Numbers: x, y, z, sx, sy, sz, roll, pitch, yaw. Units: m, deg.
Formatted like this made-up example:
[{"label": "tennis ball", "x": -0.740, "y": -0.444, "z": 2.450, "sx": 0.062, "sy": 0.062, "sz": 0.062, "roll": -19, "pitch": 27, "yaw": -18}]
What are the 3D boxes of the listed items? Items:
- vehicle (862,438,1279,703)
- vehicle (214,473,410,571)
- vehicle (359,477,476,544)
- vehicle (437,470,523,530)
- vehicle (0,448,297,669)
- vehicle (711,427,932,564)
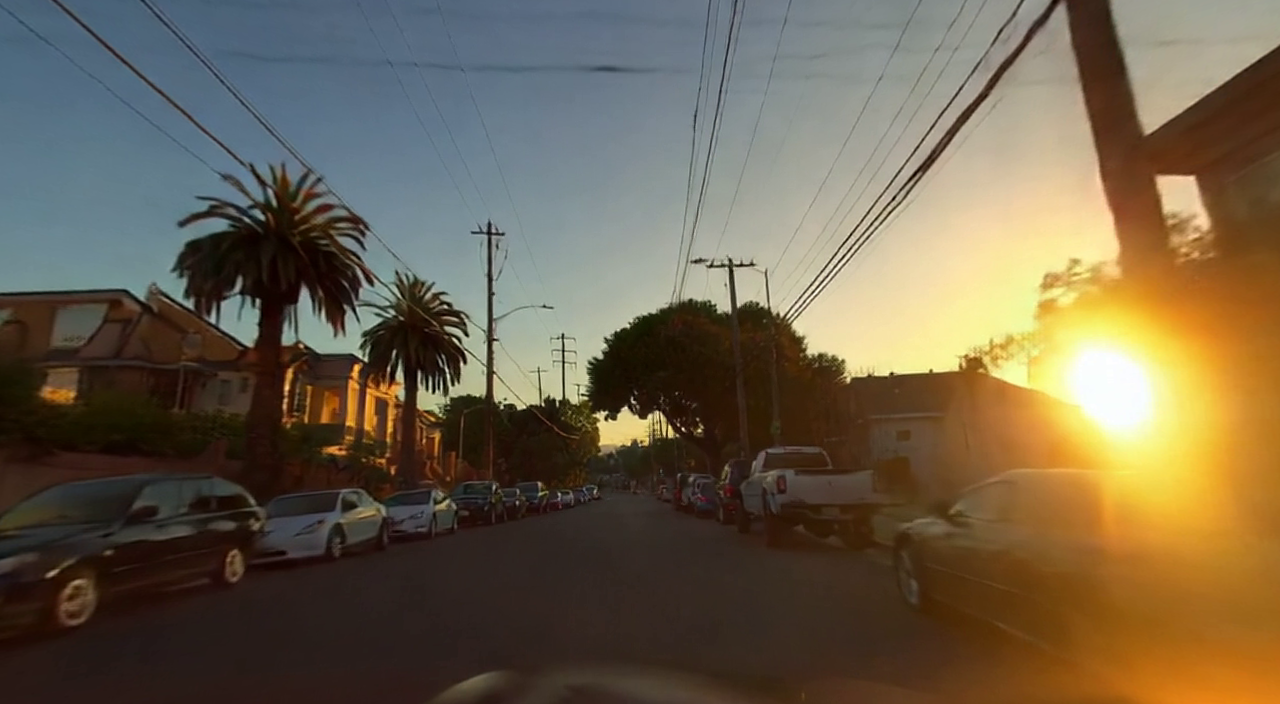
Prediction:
[{"label": "vehicle", "x": 3.070, "y": 1.321, "z": 4.094, "sx": 1.756, "sy": 1.455, "sz": 3.965, "roll": 0, "pitch": -9, "yaw": -1}, {"label": "vehicle", "x": -6.550, "y": 3.399, "z": 13.273, "sx": 1.841, "sy": 1.491, "sz": 4.525, "roll": 0, "pitch": -9, "yaw": -2}, {"label": "vehicle", "x": -6.345, "y": 4.546, "z": 18.547, "sx": 1.874, "sy": 1.449, "sz": 4.622, "roll": 0, "pitch": -8, "yaw": -2}, {"label": "vehicle", "x": -6.209, "y": 5.791, "z": 25.169, "sx": 2.349, "sy": 1.952, "sz": 4.848, "roll": 0, "pitch": -8, "yaw": -3}, {"label": "vehicle", "x": -6.483, "y": 2.103, "z": 7.656, "sx": 1.933, "sy": 1.824, "sz": 5.142, "roll": 0, "pitch": -8, "yaw": -3}, {"label": "vehicle", "x": 2.969, "y": 2.526, "z": 12.199, "sx": 2.268, "sy": 1.953, "sz": 6.124, "roll": 0, "pitch": -9, "yaw": -2}]
